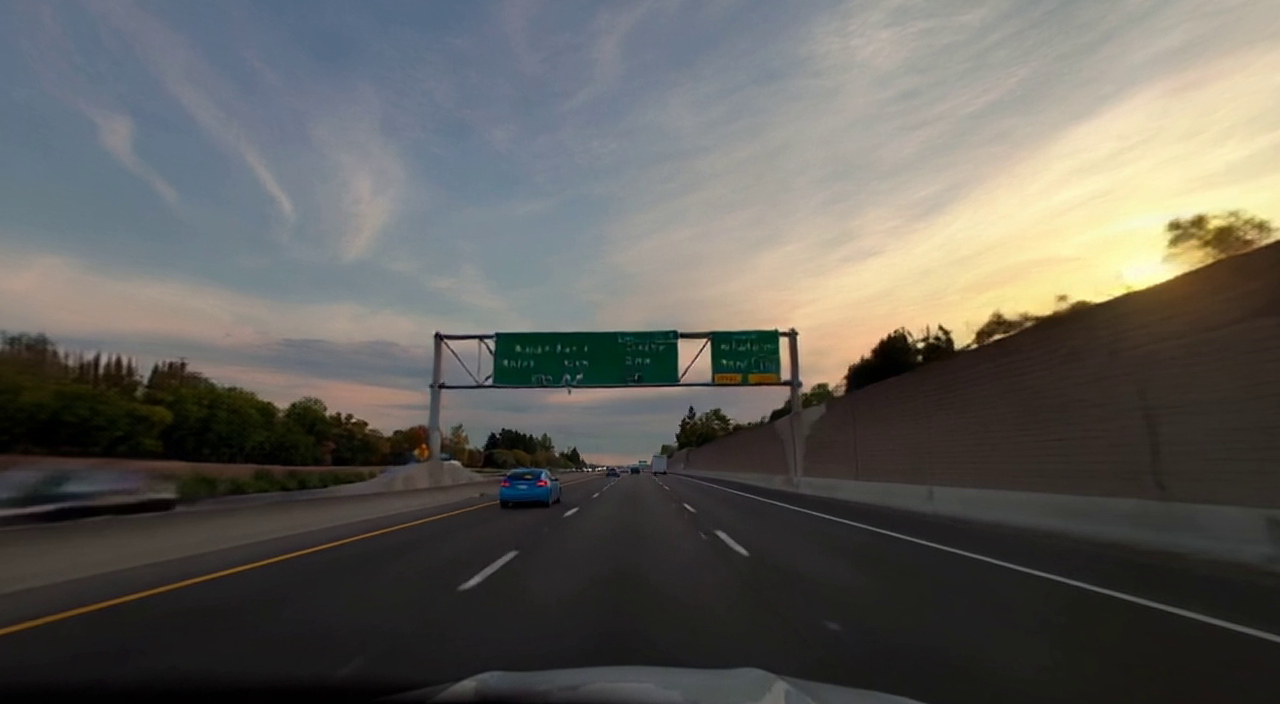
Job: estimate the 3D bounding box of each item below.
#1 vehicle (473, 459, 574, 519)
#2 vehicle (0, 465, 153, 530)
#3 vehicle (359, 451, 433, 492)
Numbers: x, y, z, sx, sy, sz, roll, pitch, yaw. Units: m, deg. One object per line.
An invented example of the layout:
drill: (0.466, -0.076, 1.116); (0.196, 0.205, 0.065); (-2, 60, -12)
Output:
vehicle: (-3.231, 3.939, 18.453); (2.045, 1.487, 4.582); (1, -10, 0)
vehicle: (-14.314, 3.370, 14.948); (1.848, 1.321, 4.499); (1, -10, 1)
vehicle: (-15.760, 7.810, 41.160); (2.499, 2.435, 5.574); (1, -10, 0)
